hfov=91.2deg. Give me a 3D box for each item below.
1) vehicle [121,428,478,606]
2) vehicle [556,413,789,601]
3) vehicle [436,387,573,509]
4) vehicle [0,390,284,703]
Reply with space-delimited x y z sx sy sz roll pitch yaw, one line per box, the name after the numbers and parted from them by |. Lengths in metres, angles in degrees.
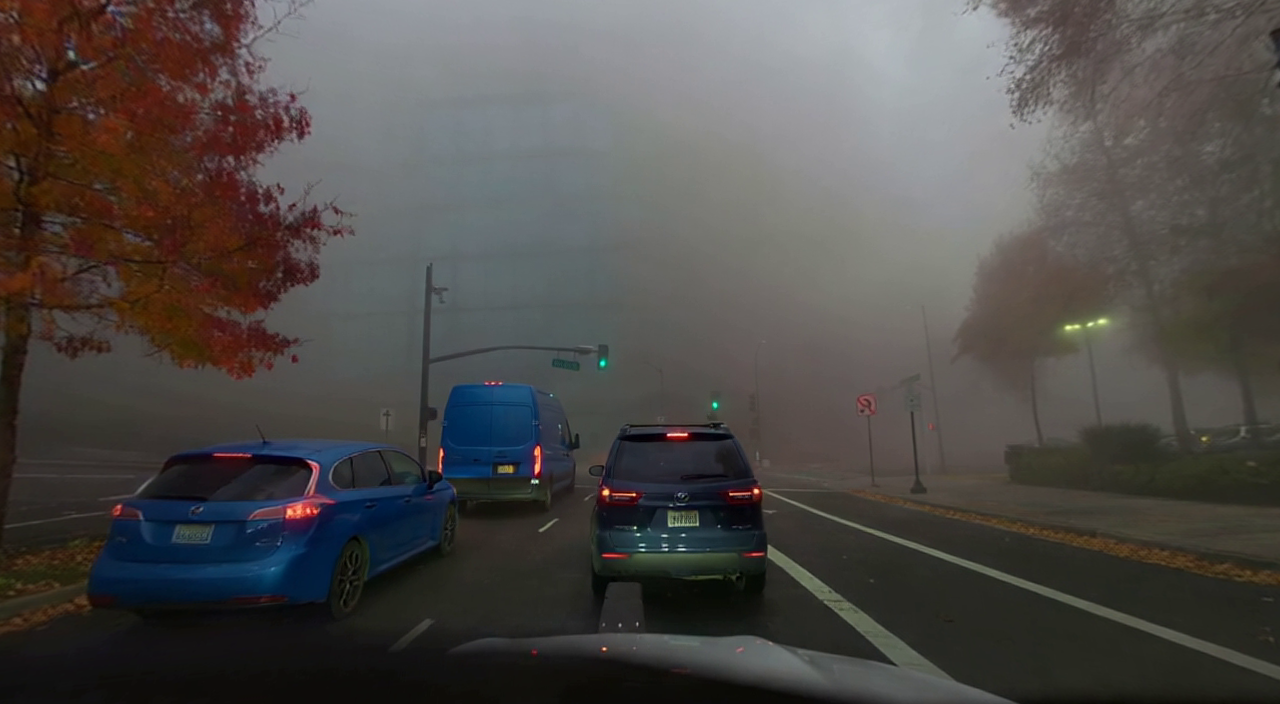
-3.486 1.754 7.570 1.955 1.499 4.223 0 -9 0 | vehicle
0.194 1.597 7.203 1.979 1.562 3.630 0 -9 -3 | vehicle
-3.258 2.541 16.587 2.343 2.635 5.684 0 -9 0 | vehicle
-2.911 0.813 1.523 1.893 1.491 3.798 0 -9 -1 | vehicle
